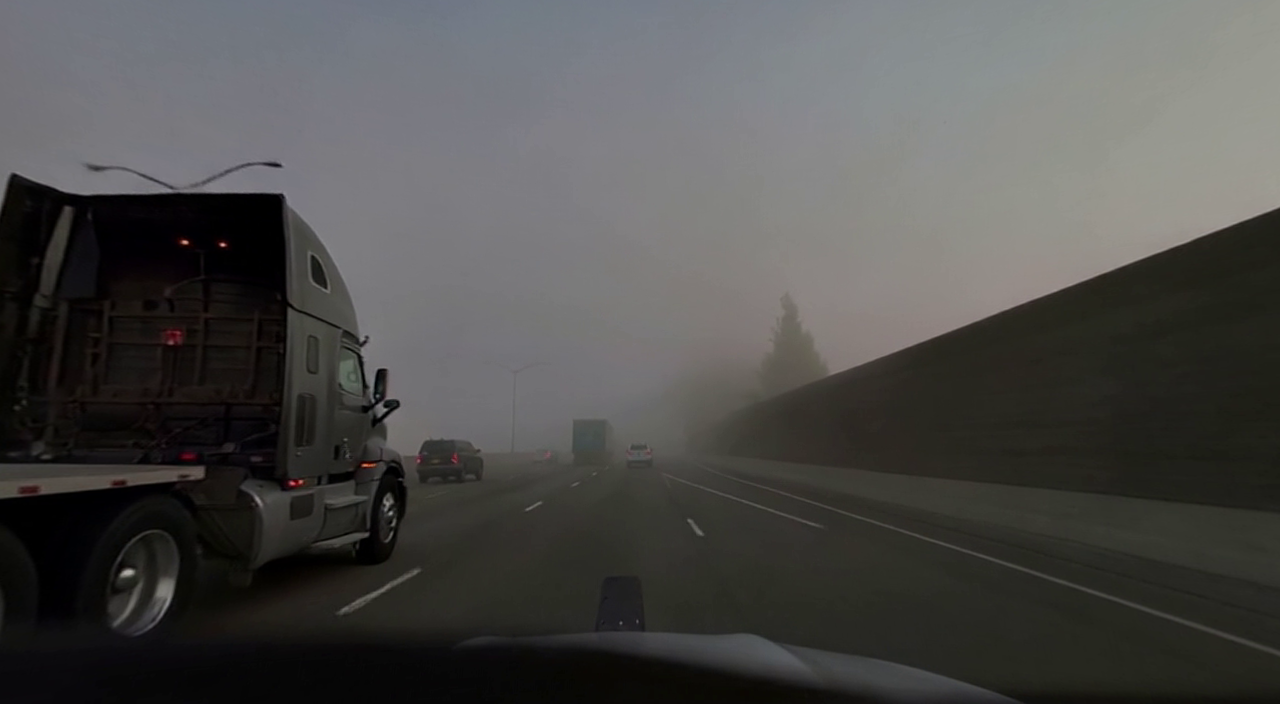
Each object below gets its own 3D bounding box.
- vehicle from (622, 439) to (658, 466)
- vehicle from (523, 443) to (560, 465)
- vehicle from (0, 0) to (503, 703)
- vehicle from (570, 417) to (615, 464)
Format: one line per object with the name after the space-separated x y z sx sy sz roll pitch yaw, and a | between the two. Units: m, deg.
0.003 6.346 39.932 2.178 1.640 4.071 0 -8 0 | vehicle
-7.161 7.462 46.166 1.962 1.489 4.002 0 -8 1 | vehicle
-3.785 0.524 5.422 3.025 3.266 9.256 0 -8 1 | vehicle
-3.588 7.061 49.876 2.956 3.331 9.575 0 -8 -1 | vehicle
